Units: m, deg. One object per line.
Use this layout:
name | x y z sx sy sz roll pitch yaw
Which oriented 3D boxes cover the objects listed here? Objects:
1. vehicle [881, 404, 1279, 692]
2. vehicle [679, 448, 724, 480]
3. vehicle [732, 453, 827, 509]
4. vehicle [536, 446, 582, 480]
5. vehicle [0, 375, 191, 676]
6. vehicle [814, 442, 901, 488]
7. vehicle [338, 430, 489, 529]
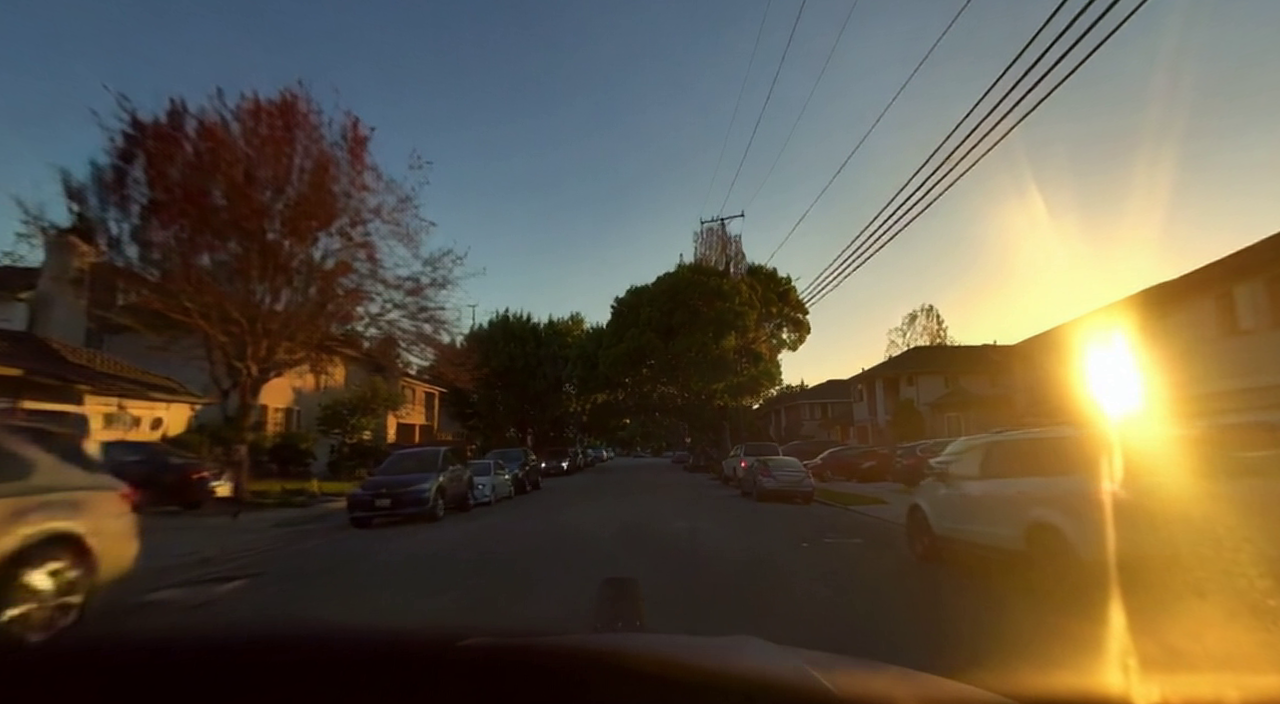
vehicle | 4.922 1.722 7.084 2.201 1.896 5.632 0 -9 0
vehicle | 4.100 7.575 43.088 2.415 1.963 5.688 1 -8 -1
vehicle | 4.422 4.158 20.877 1.850 1.516 5.066 1 -8 -2
vehicle | -4.588 6.343 36.330 2.035 1.822 4.348 0 -9 0
vehicle | -5.210 0.979 2.988 2.319 1.902 5.526 -2 -9 -3
vehicle | 9.601 4.976 28.350 2.125 1.716 4.672 0 -6 -1
vehicle | -4.836 2.807 14.224 2.007 1.861 4.101 0 -10 -2
